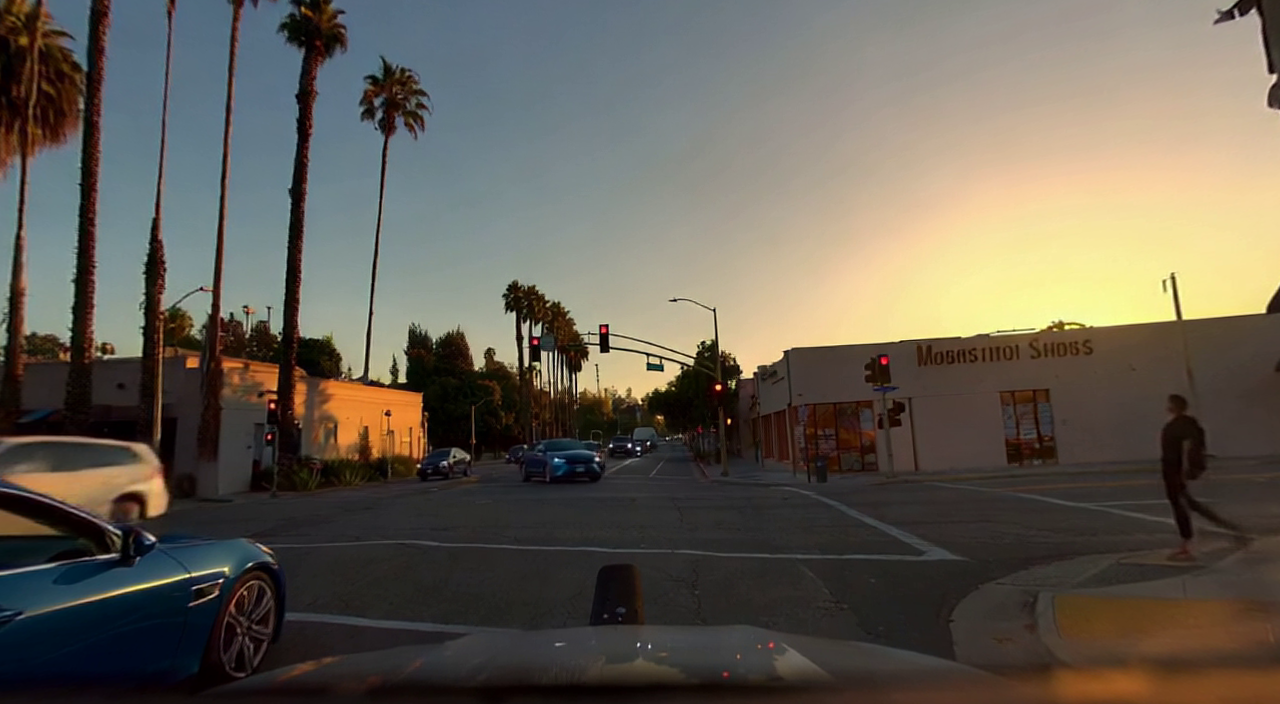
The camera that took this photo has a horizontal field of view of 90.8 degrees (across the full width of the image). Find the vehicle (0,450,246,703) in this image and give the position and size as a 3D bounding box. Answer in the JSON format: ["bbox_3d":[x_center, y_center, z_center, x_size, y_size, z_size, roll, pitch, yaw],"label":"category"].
[{"bbox_3d":[-3.704,1.023,2.243,1.850,1.325,4.295,0,-9,0],"label":"vehicle"}]

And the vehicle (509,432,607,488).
[{"bbox_3d":[-3.014,3.753,22.248,2.092,1.709,4.775,4,-9,-24],"label":"vehicle"}]

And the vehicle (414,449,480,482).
[{"bbox_3d":[-11.688,6.861,38.521,1.870,1.705,4.426,-7,-10,11],"label":"vehicle"}]
